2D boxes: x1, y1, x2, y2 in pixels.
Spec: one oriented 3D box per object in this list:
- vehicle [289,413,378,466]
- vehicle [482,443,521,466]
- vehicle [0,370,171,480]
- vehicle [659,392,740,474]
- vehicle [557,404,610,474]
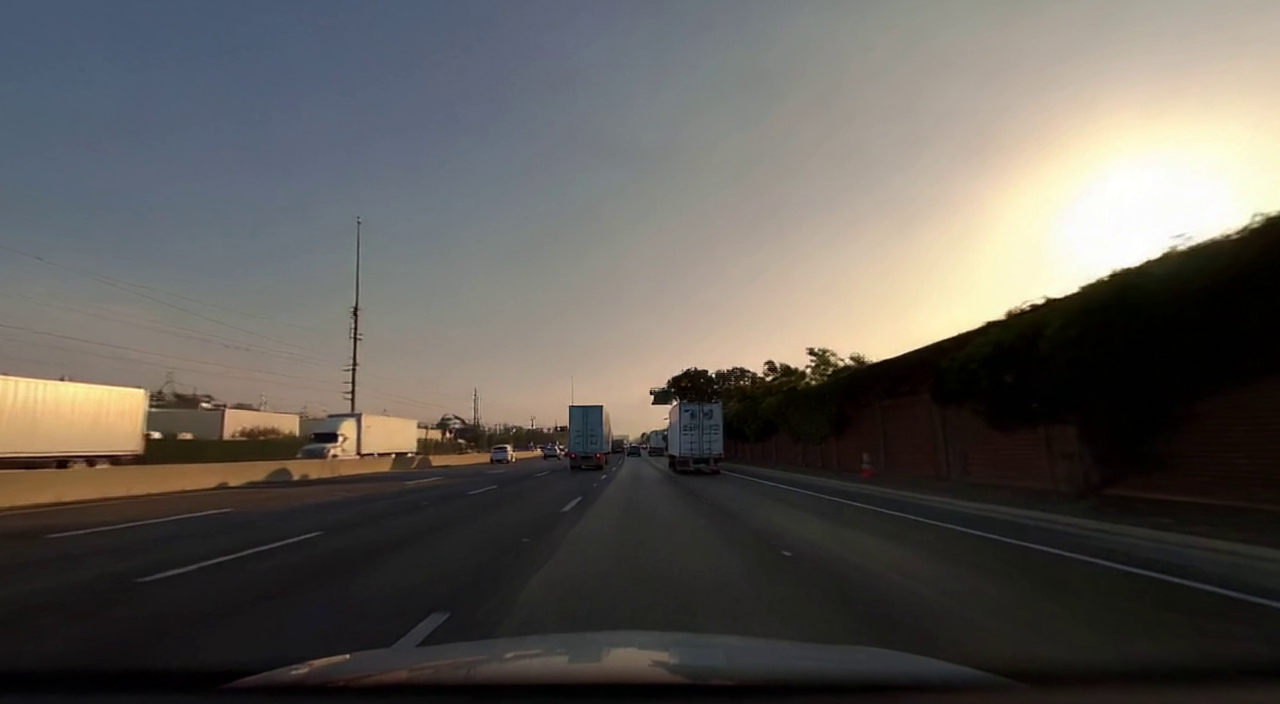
[{"bbox_3d":[-23.427,6.803,48.973,3.025,3.725,7.836,0,-9,-1],"label":"vehicle"},{"bbox_3d":[-10.597,7.868,48.662,2.132,1.679,4.045,0,-9,-1],"label":"vehicle"},{"bbox_3d":[-23.433,2.694,22.933,2.831,3.746,13.356,0,-9,-1],"label":"vehicle"},{"bbox_3d":[3.198,5.097,39.464,2.908,3.898,17.275,2,-8,-1],"label":"vehicle"},{"bbox_3d":[-3.624,6.027,44.138,2.848,4.098,13.421,1,-7,-2],"label":"vehicle"}]
